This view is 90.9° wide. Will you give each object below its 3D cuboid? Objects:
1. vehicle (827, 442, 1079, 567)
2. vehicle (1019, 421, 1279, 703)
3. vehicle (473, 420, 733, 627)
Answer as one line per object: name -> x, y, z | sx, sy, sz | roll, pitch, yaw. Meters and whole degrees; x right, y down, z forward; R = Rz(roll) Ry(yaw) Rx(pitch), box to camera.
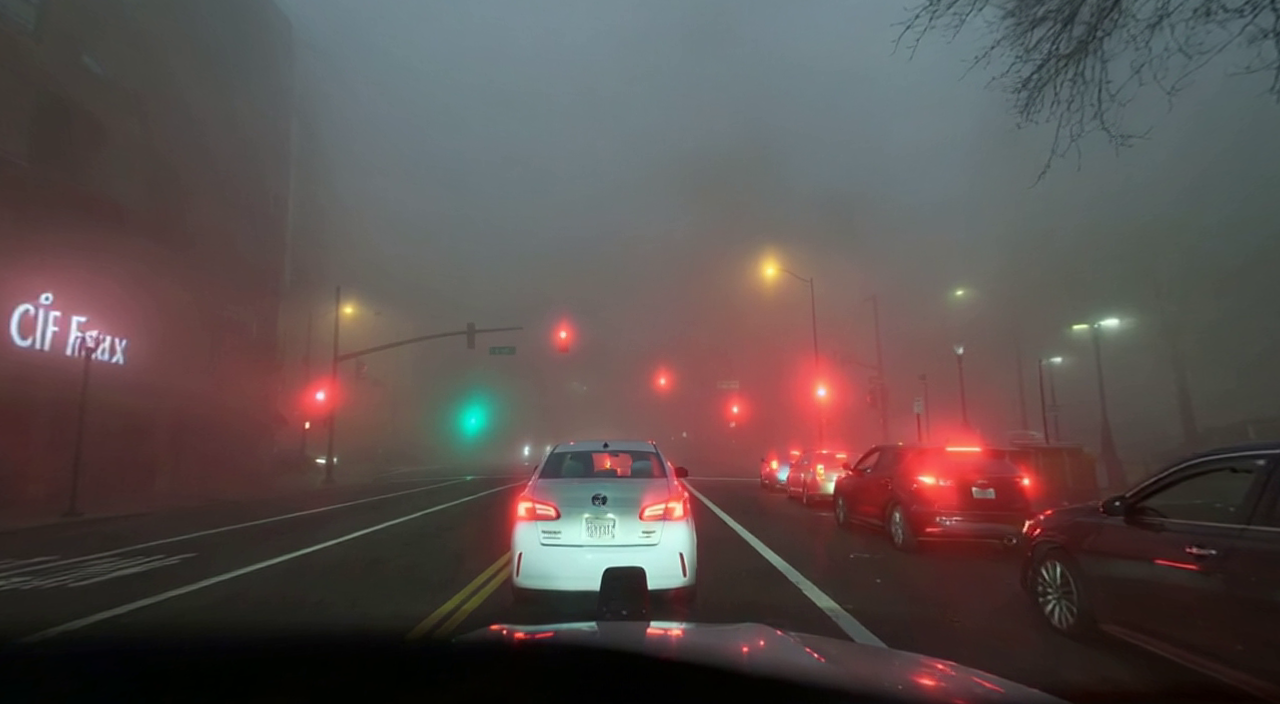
vehicle -> 4.538, 2.221, 10.122 | 1.912, 1.505, 4.618 | -1, -8, 4
vehicle -> 3.178, 0.826, 1.106 | 2.006, 1.496, 4.767 | 0, -9, -1
vehicle -> -0.273, 1.527, 6.507 | 1.888, 1.489, 3.703 | 0, -8, 0
